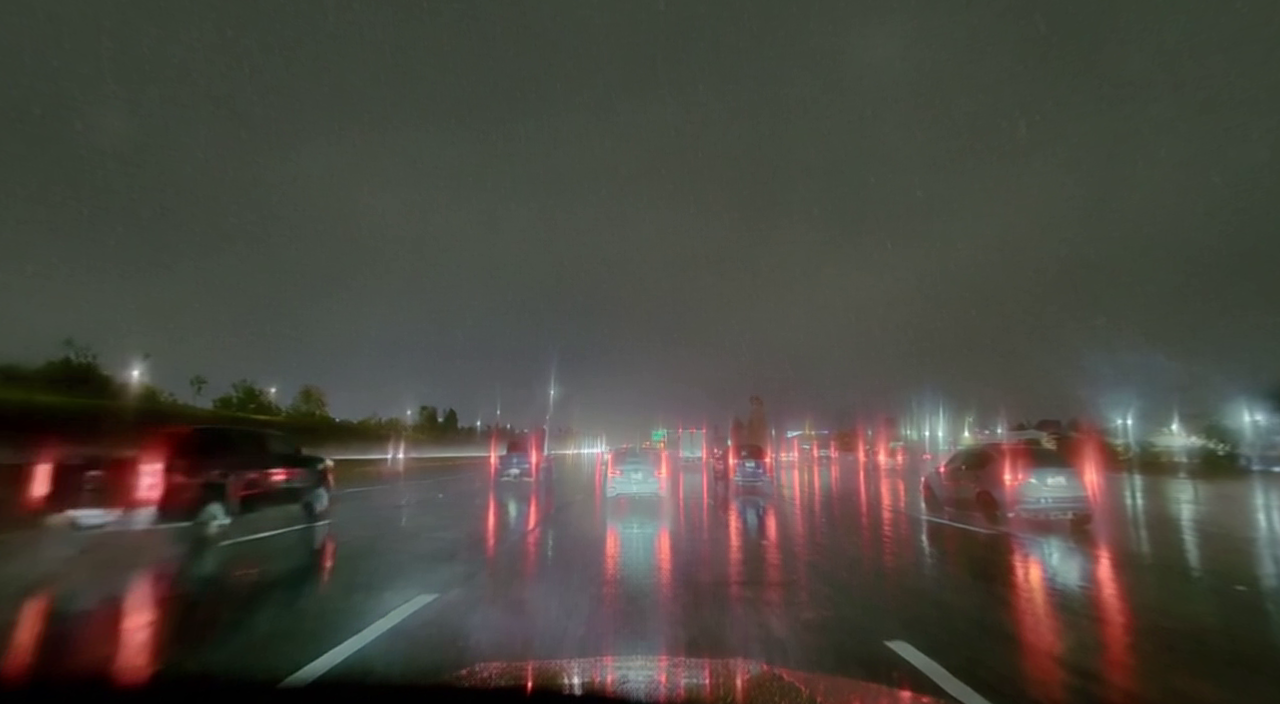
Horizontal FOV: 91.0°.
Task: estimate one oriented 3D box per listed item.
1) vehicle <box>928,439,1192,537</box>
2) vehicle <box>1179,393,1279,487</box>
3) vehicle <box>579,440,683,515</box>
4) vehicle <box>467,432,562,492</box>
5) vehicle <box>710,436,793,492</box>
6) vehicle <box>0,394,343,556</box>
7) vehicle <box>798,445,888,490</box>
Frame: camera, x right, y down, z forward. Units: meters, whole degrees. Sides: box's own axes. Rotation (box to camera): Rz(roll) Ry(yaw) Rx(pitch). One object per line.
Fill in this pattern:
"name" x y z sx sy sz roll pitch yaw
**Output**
"vehicle" 7.622 2.485 12.166 2.021 1.505 4.480 0 -9 0
"vehicle" 29.230 3.779 27.306 2.957 4.007 8.656 0 -9 -8
"vehicle" -0.151 2.868 14.905 2.132 1.499 4.038 0 -9 1
"vehicle" -3.935 3.555 20.665 2.079 1.741 4.436 0 -9 2
"vehicle" 3.610 3.718 21.165 2.053 1.666 4.106 0 -9 0
"vehicle" -7.950 1.987 10.926 2.487 1.986 6.157 0 -9 1
"vehicle" 7.393 4.216 23.379 1.942 1.482 4.250 0 -9 0
